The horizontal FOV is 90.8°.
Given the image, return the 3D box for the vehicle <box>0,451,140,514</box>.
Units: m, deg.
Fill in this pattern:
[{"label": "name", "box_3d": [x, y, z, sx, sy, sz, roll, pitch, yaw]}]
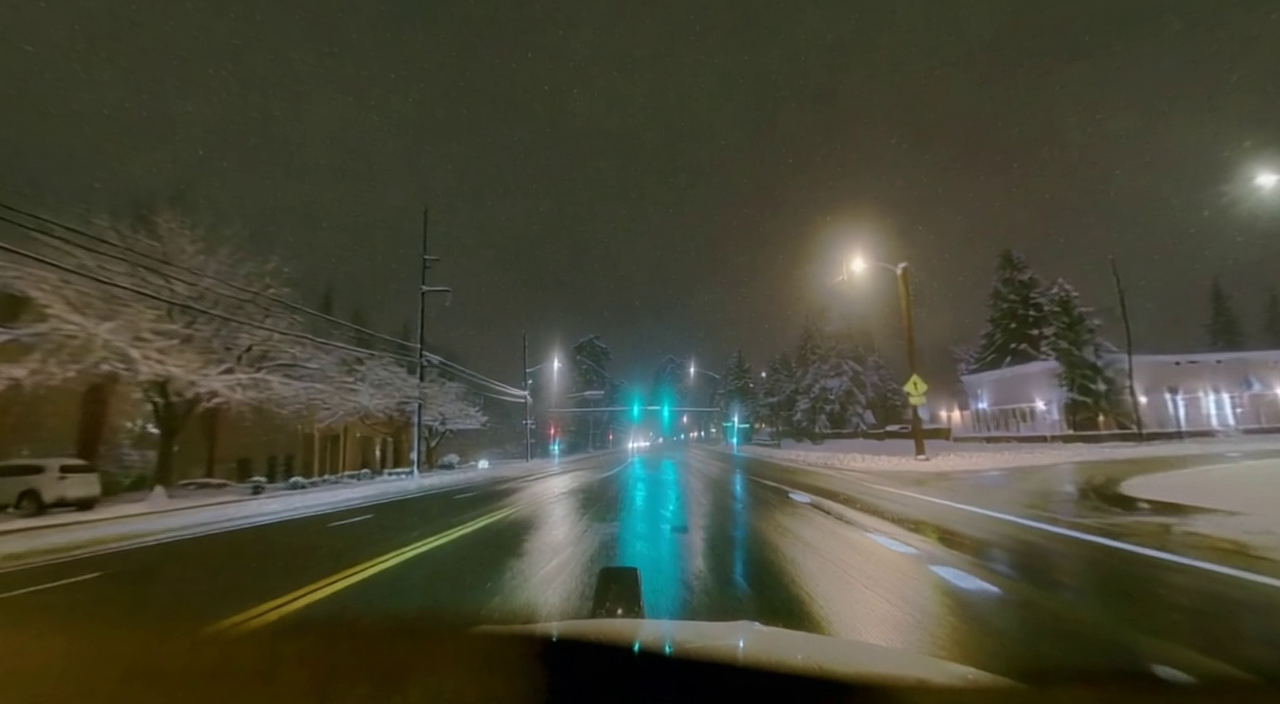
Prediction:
[{"label": "vehicle", "box_3d": [-19.143, 4.059, 20.144, 2.030, 1.759, 4.949, -1, -8, 5]}]
